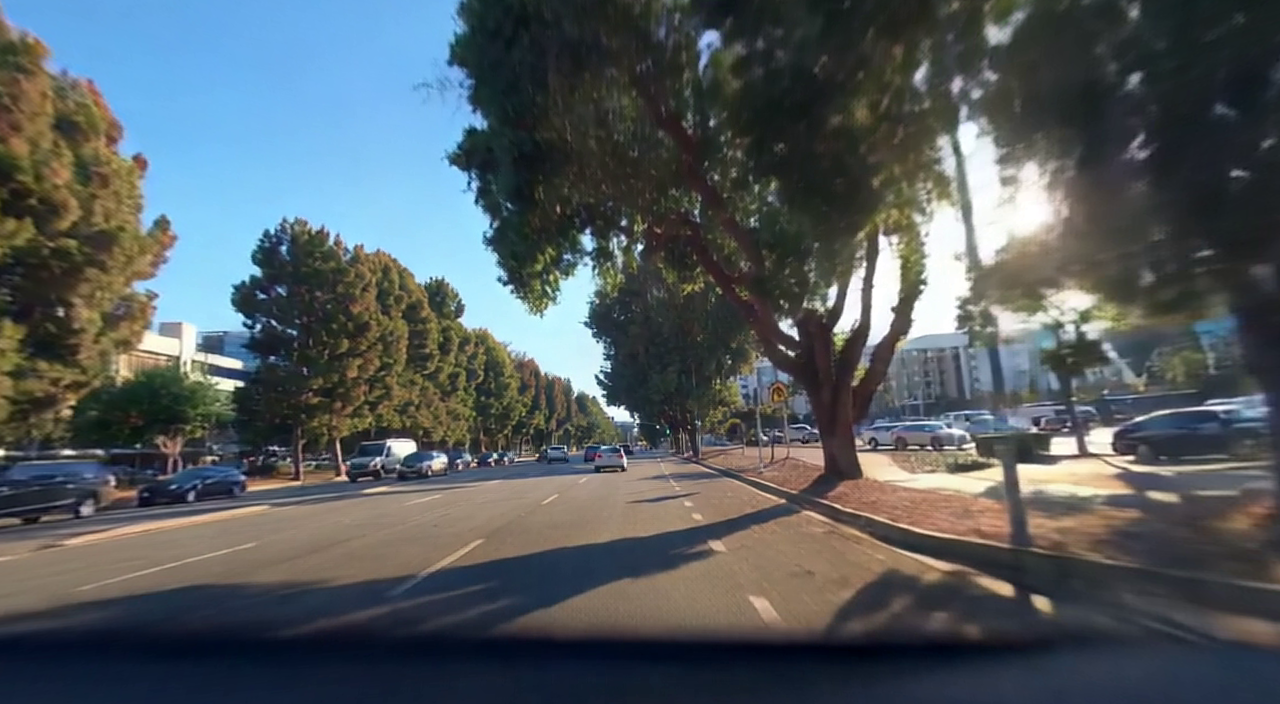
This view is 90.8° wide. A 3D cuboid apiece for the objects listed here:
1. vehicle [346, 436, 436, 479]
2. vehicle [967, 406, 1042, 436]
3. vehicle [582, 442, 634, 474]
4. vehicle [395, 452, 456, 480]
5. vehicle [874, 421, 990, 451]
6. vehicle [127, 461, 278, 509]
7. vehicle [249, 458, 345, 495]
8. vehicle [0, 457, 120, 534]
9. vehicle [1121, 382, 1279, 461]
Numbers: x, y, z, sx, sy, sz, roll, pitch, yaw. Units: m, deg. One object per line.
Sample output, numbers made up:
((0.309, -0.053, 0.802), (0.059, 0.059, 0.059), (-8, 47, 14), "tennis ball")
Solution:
((-16.672, 7.113, 42.958), (2.599, 2.675, 7.177), (-1, -8, 6), "vehicle")
((24.217, 4.649, 42.230), (2.179, 1.825, 5.335), (-2, -7, 4), "vehicle")
((-1.551, 5.431, 32.548), (2.235, 1.500, 4.420), (-1, -8, 3), "vehicle")
((-12.470, 6.631, 37.068), (2.013, 1.498, 4.474), (0, -8, 0), "vehicle")
((14.371, 4.180, 31.275), (4.739, 1.424, 1.936), (0, -8, 1), "vehicle")
((-16.434, 5.009, 24.162), (2.162, 1.480, 5.017), (0, -8, 1), "vehicle")
((-16.327, 5.928, 30.386), (2.024, 1.531, 4.580), (0, -8, 0), "vehicle")
((-16.463, 3.652, 16.240), (2.073, 1.749, 4.770), (0, -8, 0), "vehicle")
((14.356, 1.528, 14.790), (4.431, 1.456, 1.977), (-7, -10, -1), "vehicle")
